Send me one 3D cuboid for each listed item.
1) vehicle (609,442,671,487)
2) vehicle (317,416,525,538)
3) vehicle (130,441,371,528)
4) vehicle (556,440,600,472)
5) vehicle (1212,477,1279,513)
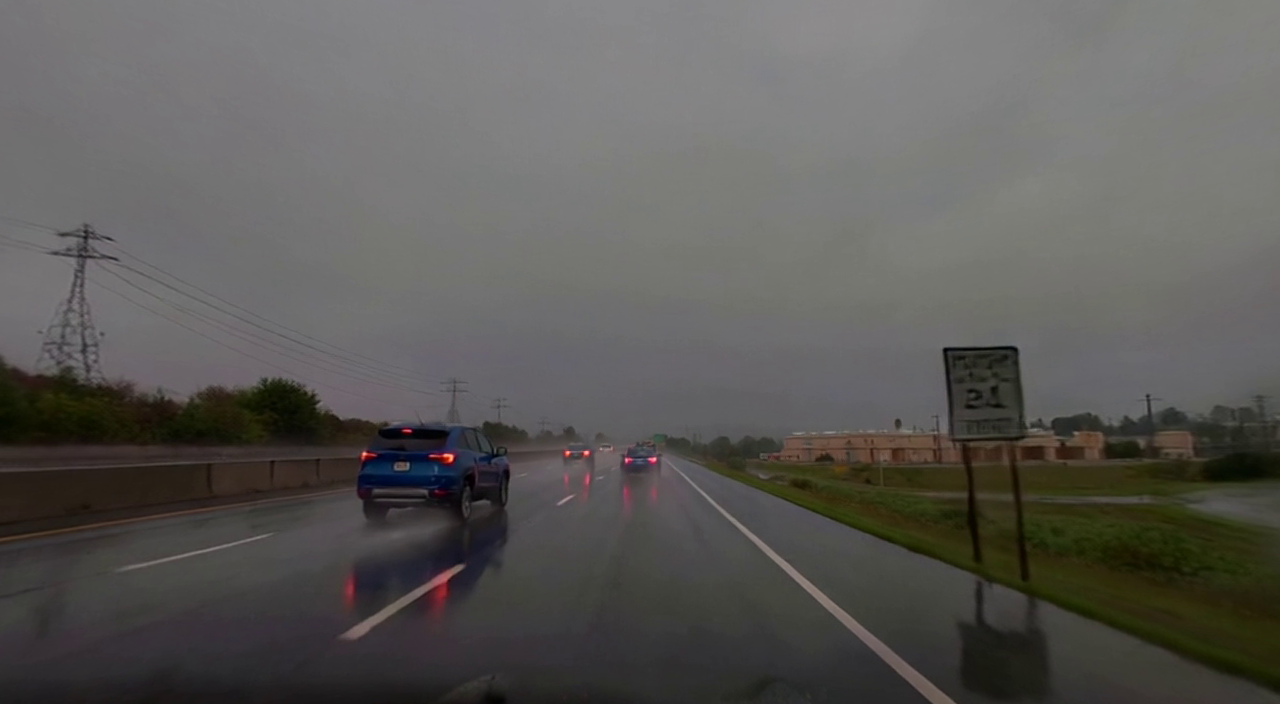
[{"bbox_3d":[-0.010,3.988,22.712,2.047,1.473,3.978,0,-8,0],"label":"vehicle"},{"bbox_3d":[-3.662,2.191,11.648,2.133,1.789,4.518,-1,-8,1],"label":"vehicle"},{"bbox_3d":[-7.726,2.638,13.251,1.943,1.469,4.782,0,-8,1],"label":"vehicle"},{"bbox_3d":[-3.560,6.052,36.809,1.993,1.717,4.321,-1,-8,2],"label":"vehicle"},{"bbox_3d":[31.627,7.314,32.402,1.844,1.467,4.653,-4,-9,24],"label":"vehicle"}]
